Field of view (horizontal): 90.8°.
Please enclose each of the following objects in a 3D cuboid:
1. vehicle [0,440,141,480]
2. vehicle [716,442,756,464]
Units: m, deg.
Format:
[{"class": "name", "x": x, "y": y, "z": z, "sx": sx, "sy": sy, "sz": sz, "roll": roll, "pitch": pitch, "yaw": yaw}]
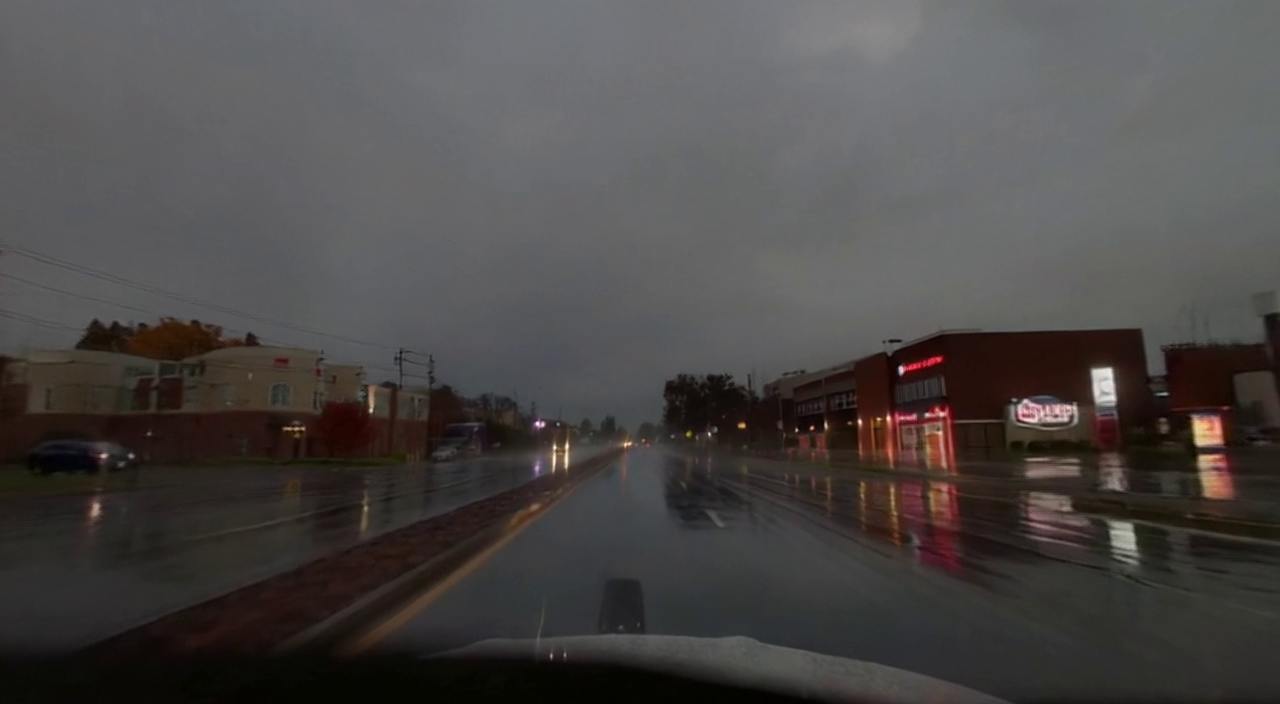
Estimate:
[{"class": "vehicle", "x": -29.558, "y": 5.583, "z": 32.922, "sx": 2.207, "sy": 1.863, "sz": 5.860, "roll": 0, "pitch": -9, "yaw": 1}, {"class": "vehicle", "x": 6.394, "y": 6.792, "z": 42.595, "sx": 1.916, "sy": 1.437, "sz": 4.327, "roll": 0, "pitch": -9, "yaw": -2}]
